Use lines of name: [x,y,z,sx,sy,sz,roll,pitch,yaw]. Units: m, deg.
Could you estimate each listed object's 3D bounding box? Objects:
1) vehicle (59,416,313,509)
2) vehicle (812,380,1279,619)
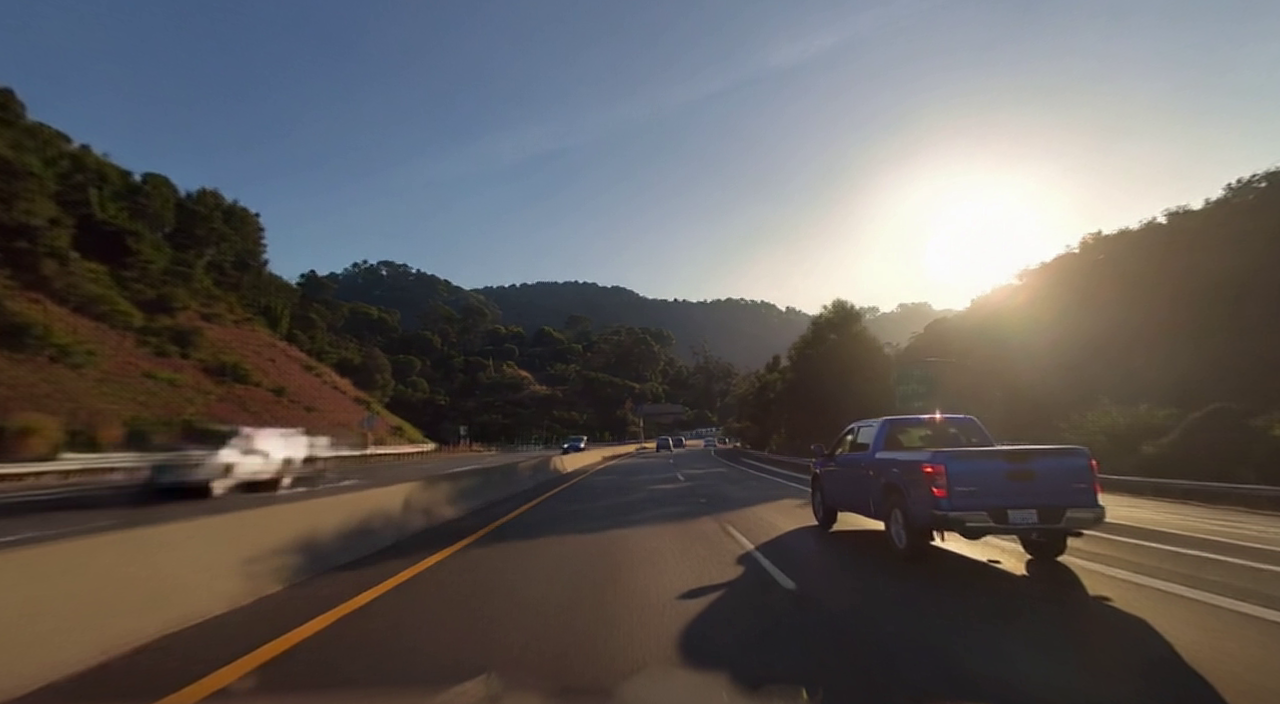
vehicle: [-11.006,2.729,16.130,2.173,1.932,5.712,0,-8,1]
vehicle: [3.662,1.420,7.051,2.151,1.744,4.709,0,-8,0]
